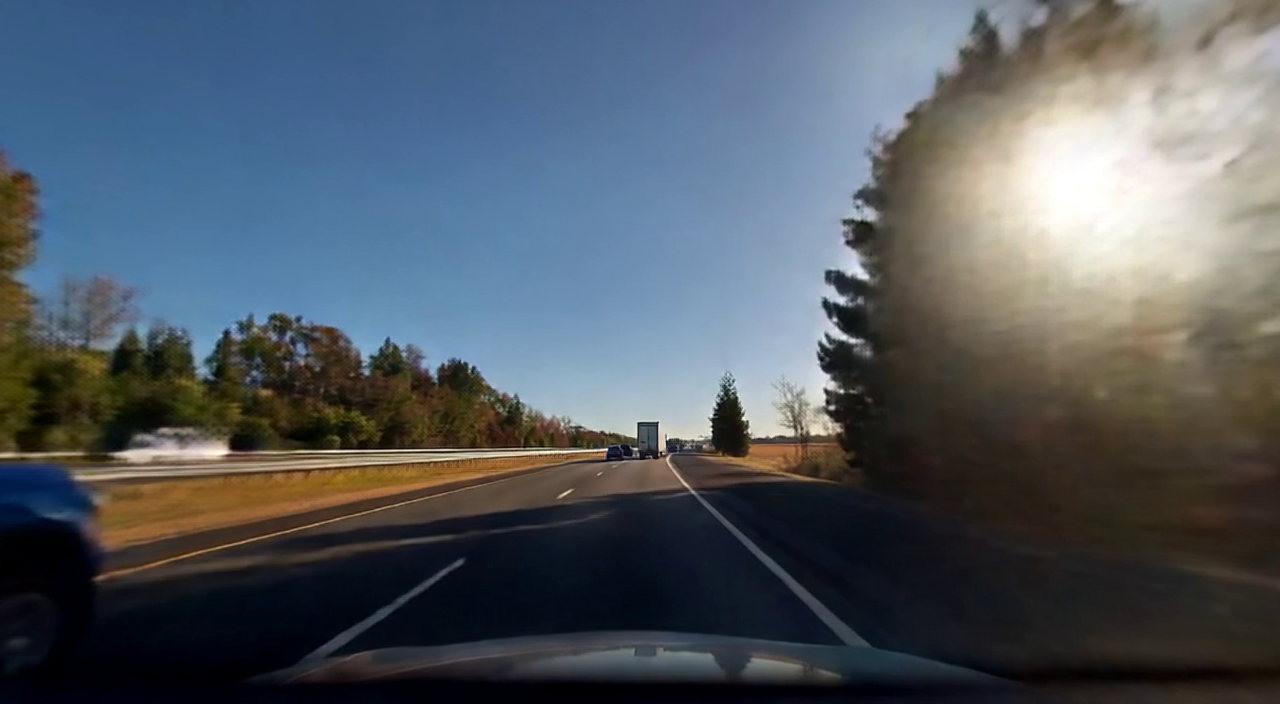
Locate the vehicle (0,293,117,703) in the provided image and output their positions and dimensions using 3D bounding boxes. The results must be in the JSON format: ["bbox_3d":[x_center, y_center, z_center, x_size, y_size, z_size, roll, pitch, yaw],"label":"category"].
[{"bbox_3d":[-3.920,0.357,0.704,2.295,1.815,4.983,0,-9,1],"label":"vehicle"}]
